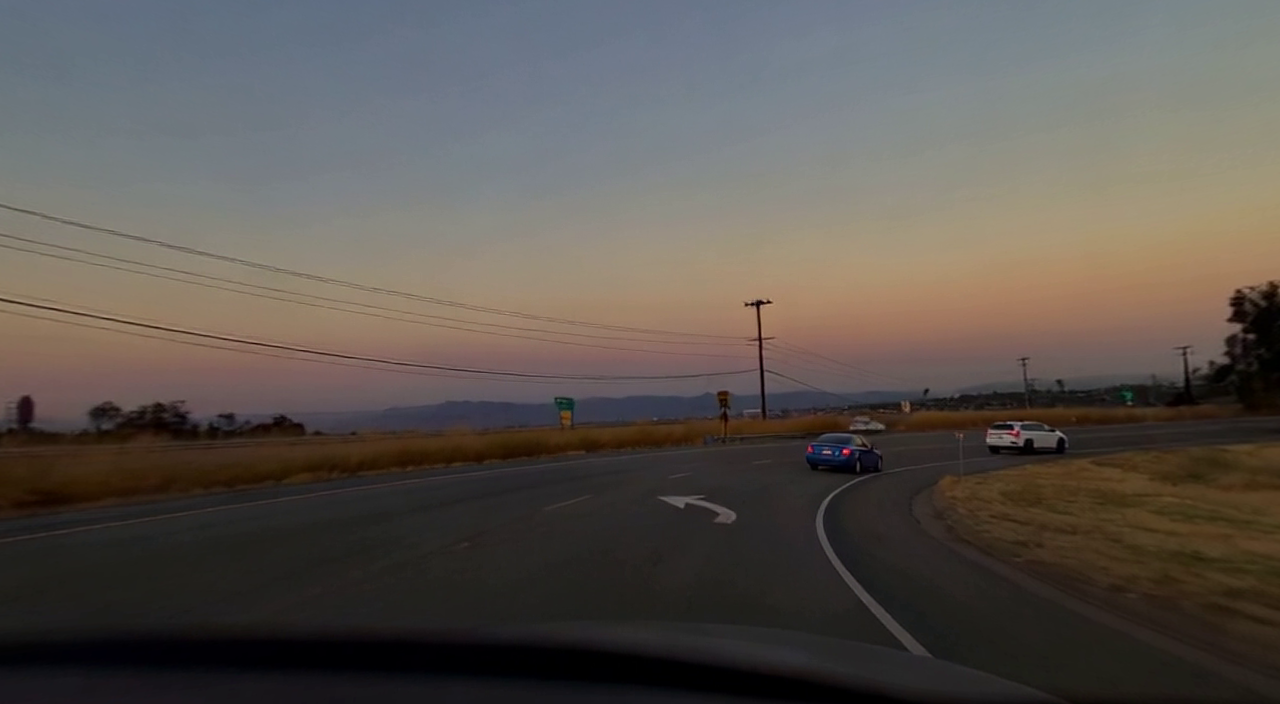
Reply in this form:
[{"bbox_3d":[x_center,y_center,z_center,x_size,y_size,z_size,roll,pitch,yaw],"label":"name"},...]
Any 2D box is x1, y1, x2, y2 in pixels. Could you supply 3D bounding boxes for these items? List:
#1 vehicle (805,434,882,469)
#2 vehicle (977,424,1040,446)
[{"bbox_3d":[9.023,4.351,27.736,2.026,1.407,4.374,-6,-10,33],"label":"vehicle"},{"bbox_3d":[25.706,5.835,43.985,4.307,1.465,1.836,5,-10,-30],"label":"vehicle"}]
